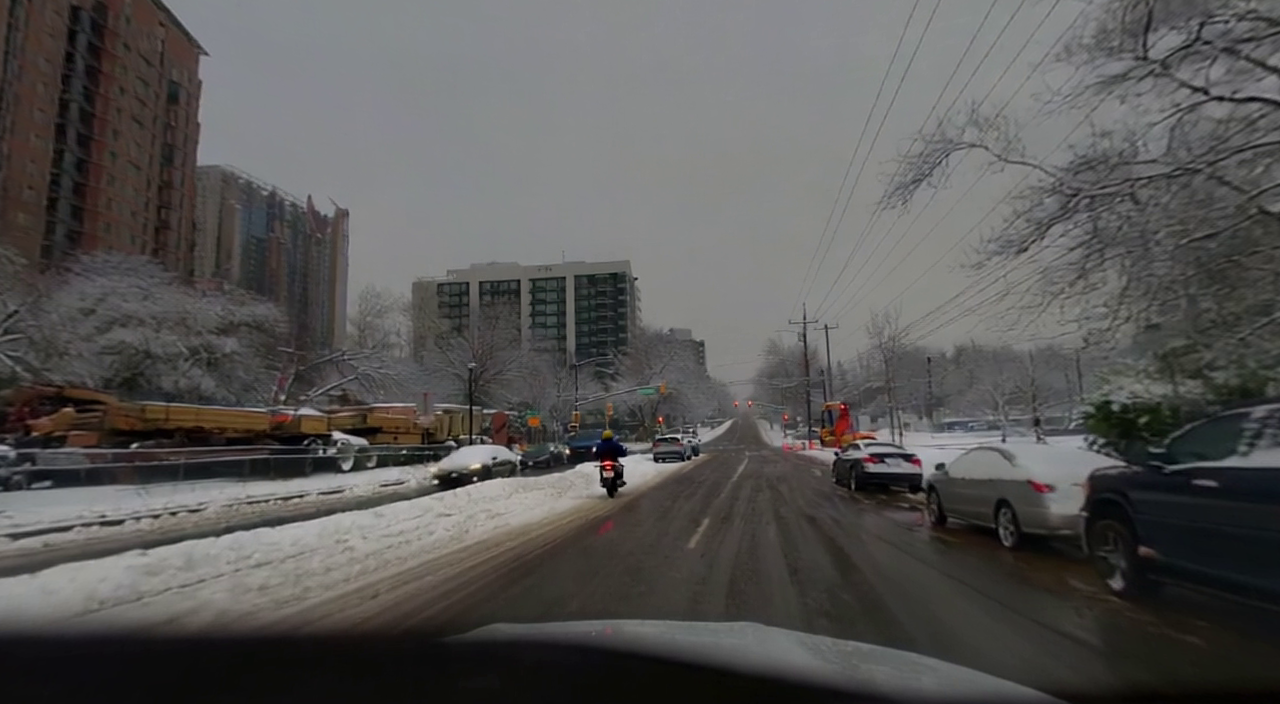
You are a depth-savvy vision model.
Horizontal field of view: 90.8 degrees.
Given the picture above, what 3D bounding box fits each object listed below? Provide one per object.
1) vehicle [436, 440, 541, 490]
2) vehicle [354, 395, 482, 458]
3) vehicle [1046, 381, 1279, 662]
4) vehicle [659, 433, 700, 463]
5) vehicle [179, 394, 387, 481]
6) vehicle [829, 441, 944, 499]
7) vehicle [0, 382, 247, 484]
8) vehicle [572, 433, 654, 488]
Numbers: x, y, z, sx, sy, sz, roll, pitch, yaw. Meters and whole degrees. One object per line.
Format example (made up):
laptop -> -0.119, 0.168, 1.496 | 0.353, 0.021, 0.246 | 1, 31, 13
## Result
vehicle -> -5.025, 3.816, 21.709 | 2.105, 1.509, 4.753 | -1, -8, 4
vehicle -> -13.133, 4.718, 38.714 | 2.996, 3.170, 10.153 | -5, -9, 8
vehicle -> 5.382, 1.109, 4.117 | 2.387, 1.820, 5.286 | -1, -8, 6
vehicle -> 2.799, 6.635, 43.630 | 2.295, 1.929, 5.498 | -1, -8, 9
vehicle -> -14.776, 3.754, 27.478 | 2.990, 3.144, 9.080 | -1, -8, 6
vehicle -> 6.981, 3.352, 18.430 | 1.973, 1.457, 4.522 | -1, -8, 6
vehicle -> -20.802, 3.331, 25.969 | 3.283, 3.441, 8.669 | -1, -8, 4
vehicle -> -0.766, 3.530, 20.852 | 1.925, 1.602, 4.090 | -1, -8, 8
